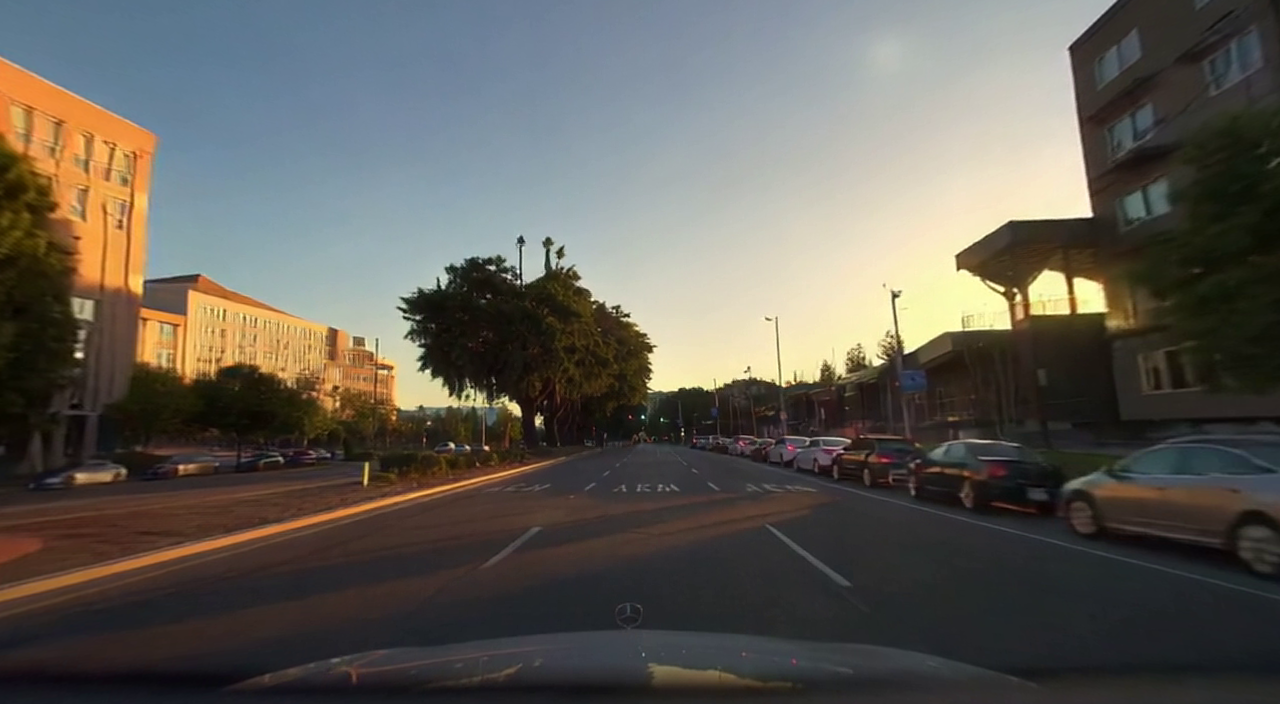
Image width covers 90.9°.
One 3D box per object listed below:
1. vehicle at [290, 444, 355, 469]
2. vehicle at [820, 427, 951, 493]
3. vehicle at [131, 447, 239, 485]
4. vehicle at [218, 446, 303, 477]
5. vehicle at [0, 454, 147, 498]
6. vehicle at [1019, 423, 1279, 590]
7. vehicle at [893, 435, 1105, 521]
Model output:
[{"bbox_3d":[-21.630,7.131,43.174,1.936,1.538,4.777,-2,-8,0],"label":"vehicle"},{"bbox_3d":[7.126,3.194,18.993,1.963,1.701,5.028,0,-8,1],"label":"vehicle"},{"bbox_3d":[-22.090,5.518,30.865,1.990,1.525,4.387,-5,-8,1],"label":"vehicle"},{"bbox_3d":[-21.785,6.273,36.472,1.827,1.518,4.870,-3,-8,2],"label":"vehicle"},{"bbox_3d":[-22.021,4.749,24.570,1.795,1.415,4.664,-3,-8,1],"label":"vehicle"},{"bbox_3d":[7.074,1.751,7.872,1.964,1.559,4.533,1,-8,2],"label":"vehicle"},{"bbox_3d":[7.179,2.532,13.298,1.788,1.475,4.493,0,-8,-1],"label":"vehicle"}]
